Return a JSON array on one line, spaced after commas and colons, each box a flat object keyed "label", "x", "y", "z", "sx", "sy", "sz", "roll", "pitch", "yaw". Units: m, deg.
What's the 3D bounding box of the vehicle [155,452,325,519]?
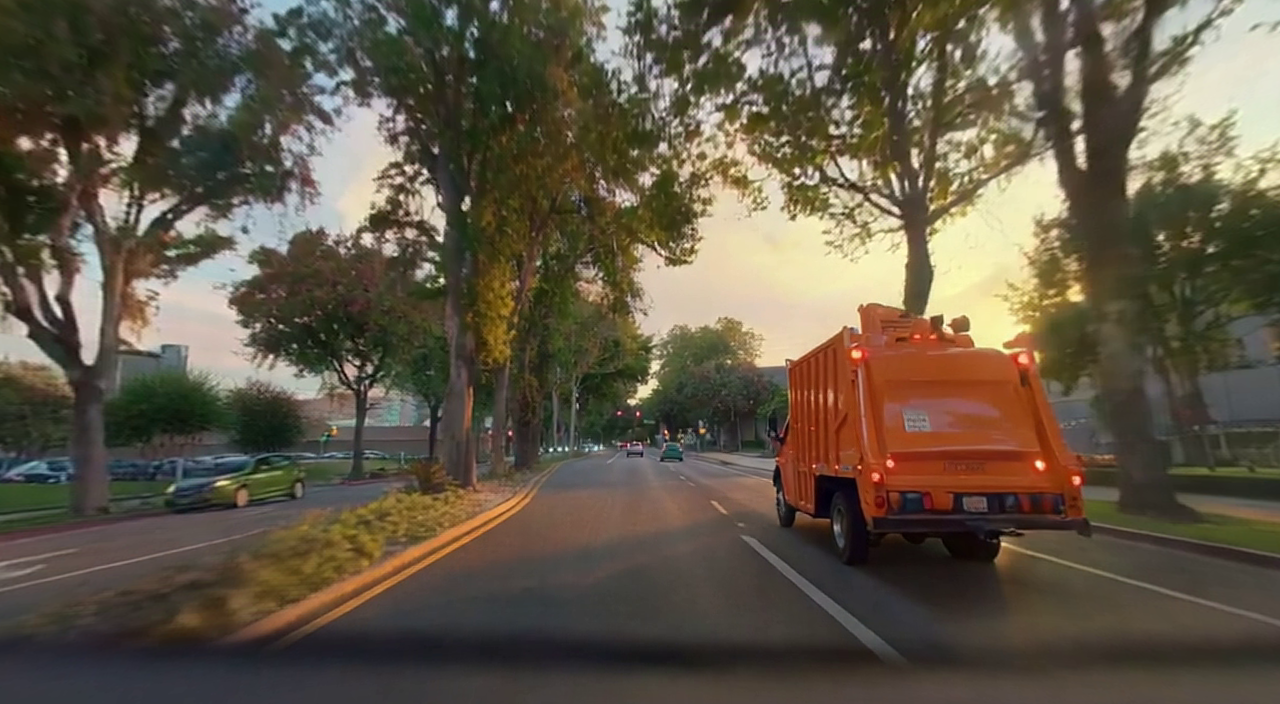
[{"label": "vehicle", "x": -13.594, "y": 4.499, "z": 22.106, "sx": 2.290, "sy": 1.943, "sz": 5.833, "roll": 0, "pitch": -9, "yaw": -2}]

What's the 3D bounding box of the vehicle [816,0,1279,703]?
[{"label": "vehicle", "x": 3.932, "y": 0.146, "z": 3.455, "sx": 2.731, "sy": 3.407, "sz": 10.262, "roll": 0, "pitch": -8, "yaw": -1}]

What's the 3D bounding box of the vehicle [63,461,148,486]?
[{"label": "vehicle", "x": -36.249, "y": 8.258, "z": 43.009, "sx": 1.828, "sy": 1.470, "sz": 4.423, "roll": 0, "pitch": -8, "yaw": 0}]
